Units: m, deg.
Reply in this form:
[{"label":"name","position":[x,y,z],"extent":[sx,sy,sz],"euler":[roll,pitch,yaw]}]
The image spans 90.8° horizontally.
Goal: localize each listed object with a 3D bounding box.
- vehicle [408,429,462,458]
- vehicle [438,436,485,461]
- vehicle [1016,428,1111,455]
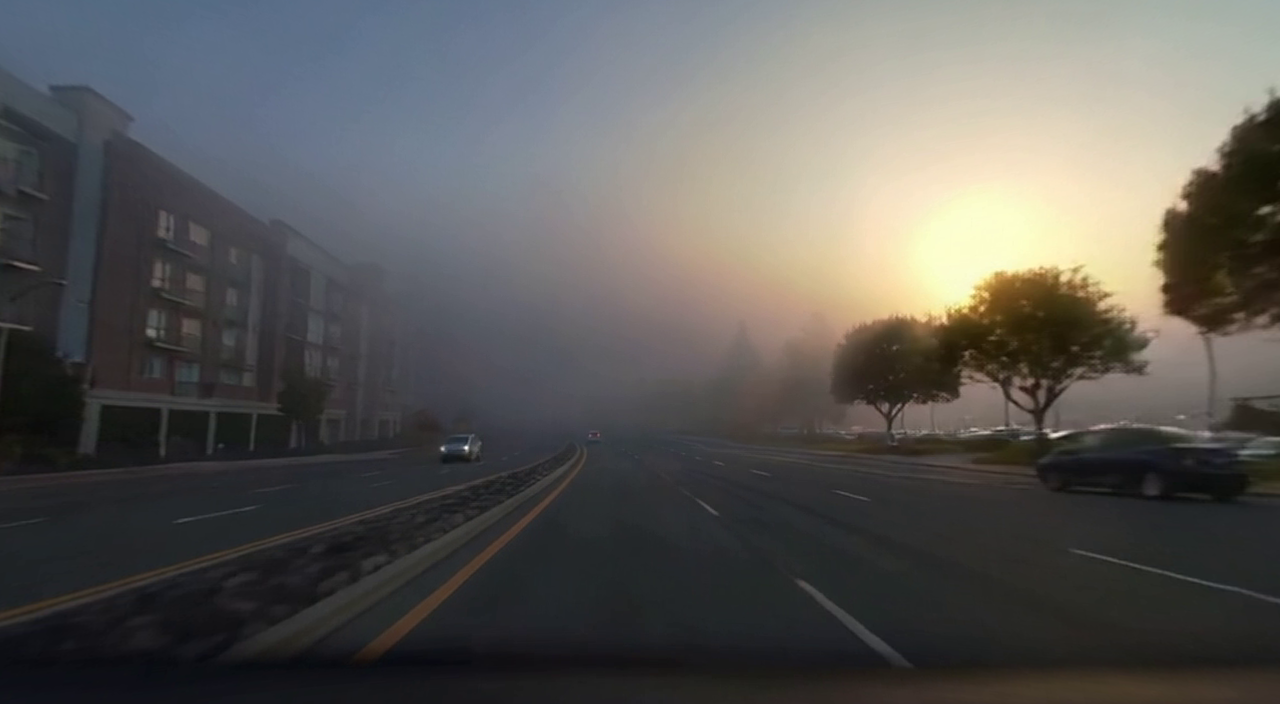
[{"label":"vehicle","position":[-15.278,6.894,47.506],"extent":[2.289,1.954,5.918],"euler":[0,-8,-2]},{"label":"vehicle","position":[-11.400,6.172,40.581],"extent":[1.963,1.518,4.278],"euler":[0,-8,-2]},{"label":"vehicle","position":[26.180,5.563,39.178],"extent":[4.442,1.557,1.924],"euler":[0,-8,0]}]
